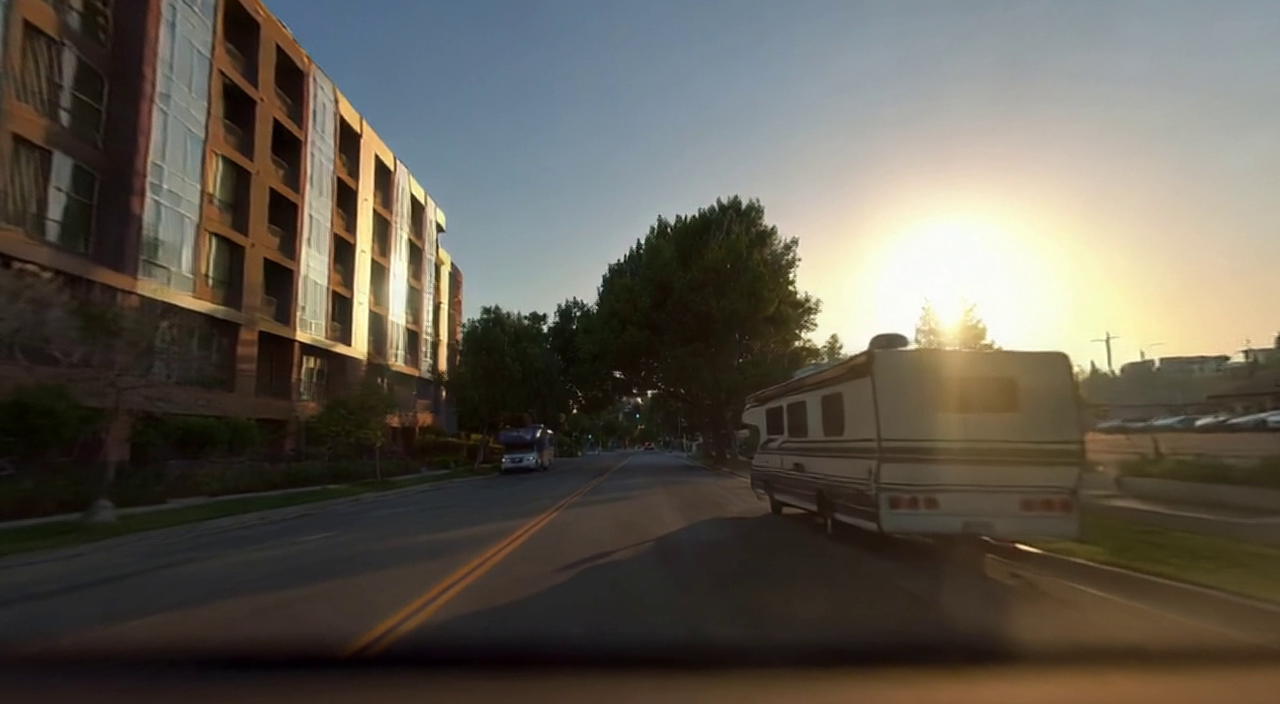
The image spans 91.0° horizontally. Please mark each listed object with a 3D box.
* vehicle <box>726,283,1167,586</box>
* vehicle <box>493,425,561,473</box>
[{"bbox_3d":[3.742,1.416,10.939,3.074,3.099,8.805,1,-8,-1],"label":"vehicle"},{"bbox_3d":[-7.103,6.164,40.856,3.108,2.771,7.999,0,-7,-1],"label":"vehicle"}]
